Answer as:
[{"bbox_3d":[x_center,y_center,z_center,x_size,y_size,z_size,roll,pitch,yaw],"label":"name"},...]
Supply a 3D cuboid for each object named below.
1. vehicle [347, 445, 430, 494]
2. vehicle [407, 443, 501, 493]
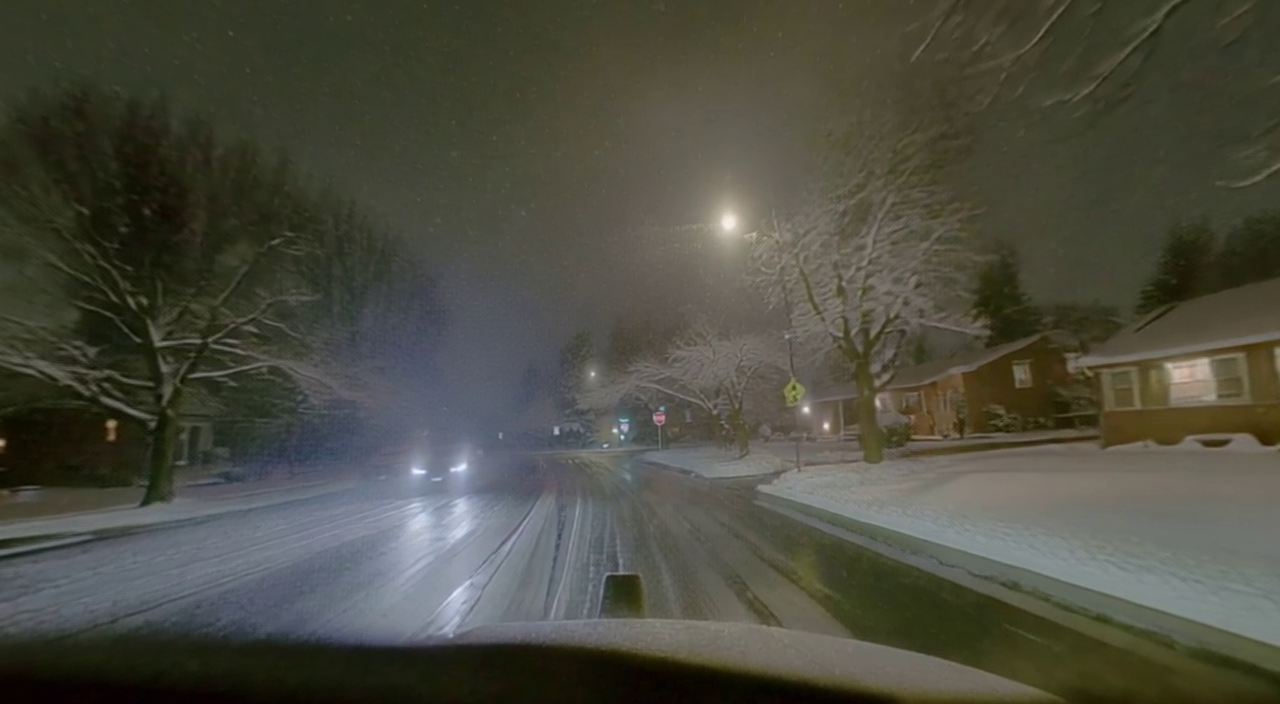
[{"bbox_3d":[-9.432,4.387,24.076,1.994,1.656,4.334,1,-9,-10],"label":"vehicle"},{"bbox_3d":[-6.348,3.989,22.191,2.146,1.506,4.885,0,-8,-4],"label":"vehicle"}]
